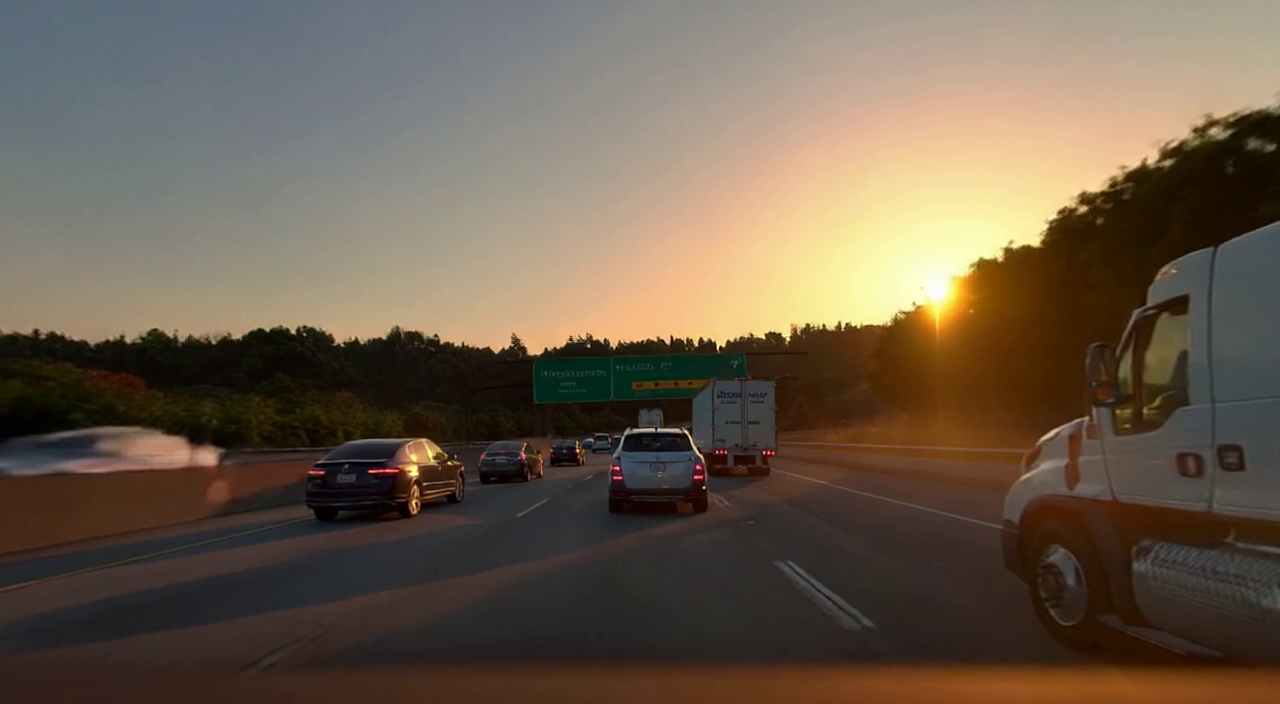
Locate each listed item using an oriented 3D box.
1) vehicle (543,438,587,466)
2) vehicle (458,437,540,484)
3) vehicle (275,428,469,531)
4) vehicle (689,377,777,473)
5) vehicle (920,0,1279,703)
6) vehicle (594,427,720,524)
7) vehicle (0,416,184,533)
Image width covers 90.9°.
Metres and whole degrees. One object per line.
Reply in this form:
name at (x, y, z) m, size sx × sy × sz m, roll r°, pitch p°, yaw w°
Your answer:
vehicle at (-4.317, 5.800, 36.837) m, size 1.887 × 1.493 × 4.411 m, roll 0°, pitch -8°, yaw 2°
vehicle at (-4.833, 3.743, 22.190) m, size 1.880 × 1.458 × 3.978 m, roll 0°, pitch -8°, yaw 1°
vehicle at (-4.514, 2.158, 11.317) m, size 1.821 × 1.514 × 3.677 m, roll 0°, pitch -8°, yaw 0°
vehicle at (4.531, 4.069, 34.237) m, size 2.892 × 4.101 × 14.252 m, roll 0°, pitch -8°, yaw 1°
vehicle at (3.997, -0.145, 2.425) m, size 2.982 × 3.860 × 6.011 m, roll 0°, pitch -8°, yaw 0°
vehicle at (0.275, 2.191, 11.729) m, size 1.973 × 1.505 × 3.568 m, roll 0°, pitch -8°, yaw 0°
vehicle at (-11.719, 2.299, 12.339) m, size 2.004 × 1.941 × 4.674 m, roll 0°, pitch -8°, yaw 1°
